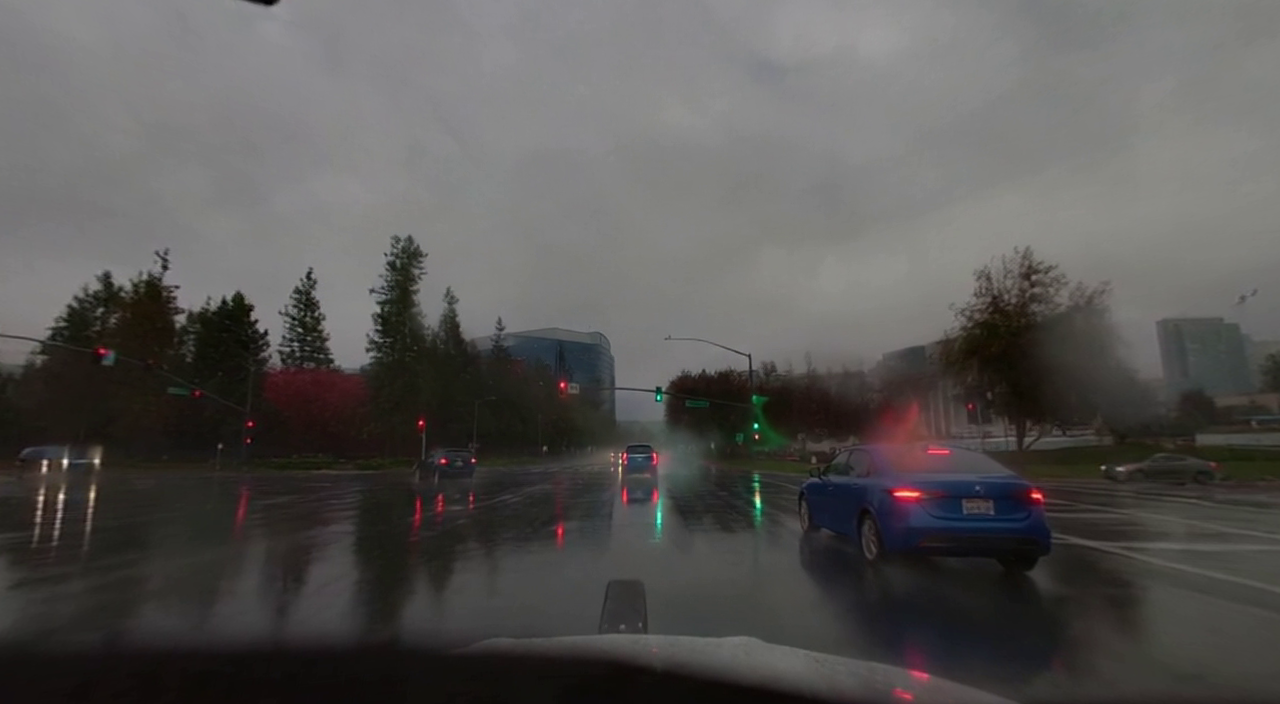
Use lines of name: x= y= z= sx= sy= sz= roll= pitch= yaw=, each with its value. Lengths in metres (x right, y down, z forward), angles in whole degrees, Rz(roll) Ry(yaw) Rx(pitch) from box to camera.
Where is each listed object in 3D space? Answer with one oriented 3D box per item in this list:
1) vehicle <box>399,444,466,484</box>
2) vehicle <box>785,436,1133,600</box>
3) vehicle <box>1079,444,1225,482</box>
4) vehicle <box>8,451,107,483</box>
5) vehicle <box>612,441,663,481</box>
vehicle: x=-9.481 y=5.026 z=28.518 sx=1.987 sy=1.633 sz=4.005 roll=5 pitch=-9 yaw=-30
vehicle: x=3.429 y=1.833 z=8.015 sx=2.056 sy=1.468 sz=4.520 roll=0 pitch=-8 yaw=0
vehicle: x=23.655 y=5.107 z=29.247 sx=4.705 sy=1.631 sz=2.053 roll=-2 pitch=-8 yaw=16
vehicle: x=-31.583 y=6.187 z=34.041 sx=4.422 sy=1.605 sz=1.955 roll=-3 pitch=-9 yaw=20
vehicle: x=-0.111 y=4.893 z=28.465 sx=2.108 sy=1.654 sz=4.235 roll=0 pitch=-8 yaw=0
